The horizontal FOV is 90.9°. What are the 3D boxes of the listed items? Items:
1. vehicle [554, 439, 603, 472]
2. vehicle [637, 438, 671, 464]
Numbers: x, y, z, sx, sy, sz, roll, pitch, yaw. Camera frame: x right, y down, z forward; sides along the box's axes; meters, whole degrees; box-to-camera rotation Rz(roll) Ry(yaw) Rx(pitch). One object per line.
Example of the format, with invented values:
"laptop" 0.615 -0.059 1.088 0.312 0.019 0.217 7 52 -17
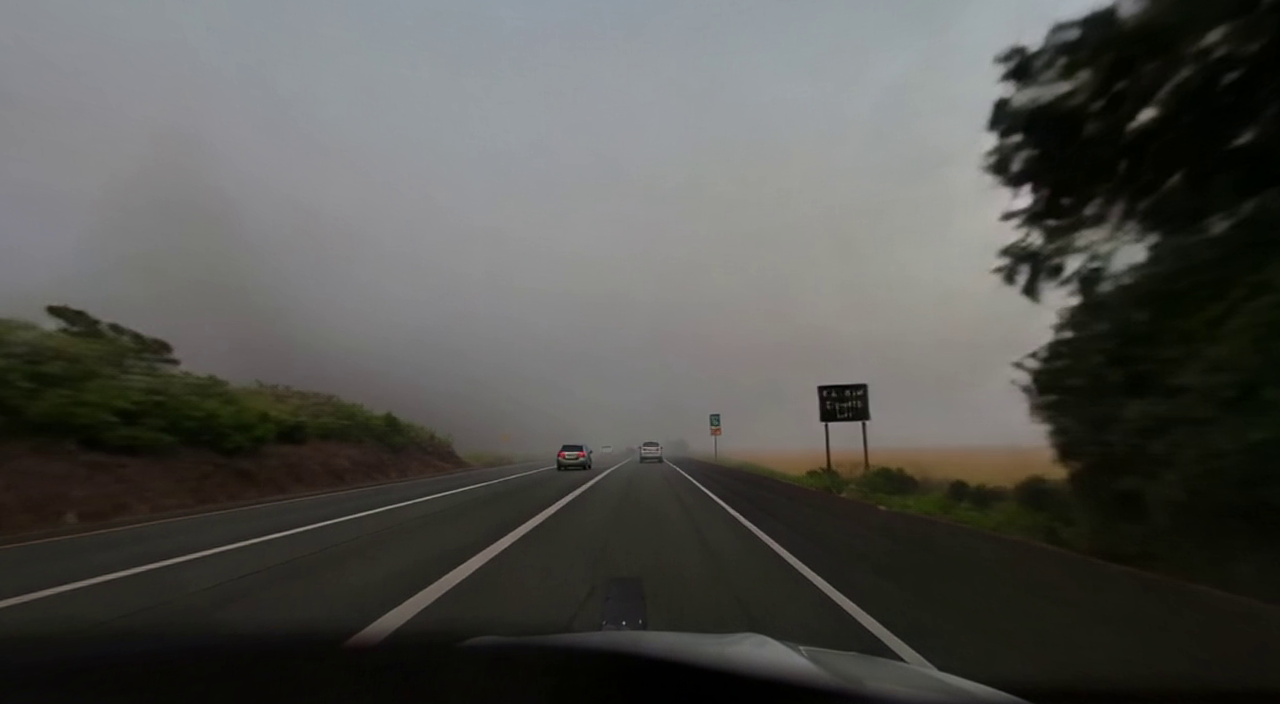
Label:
"vehicle" -3.224 5.509 33.954 2.028 1.634 4.441 -1 -8 2
"vehicle" 0.950 6.895 43.969 2.259 1.697 4.106 0 -8 1
